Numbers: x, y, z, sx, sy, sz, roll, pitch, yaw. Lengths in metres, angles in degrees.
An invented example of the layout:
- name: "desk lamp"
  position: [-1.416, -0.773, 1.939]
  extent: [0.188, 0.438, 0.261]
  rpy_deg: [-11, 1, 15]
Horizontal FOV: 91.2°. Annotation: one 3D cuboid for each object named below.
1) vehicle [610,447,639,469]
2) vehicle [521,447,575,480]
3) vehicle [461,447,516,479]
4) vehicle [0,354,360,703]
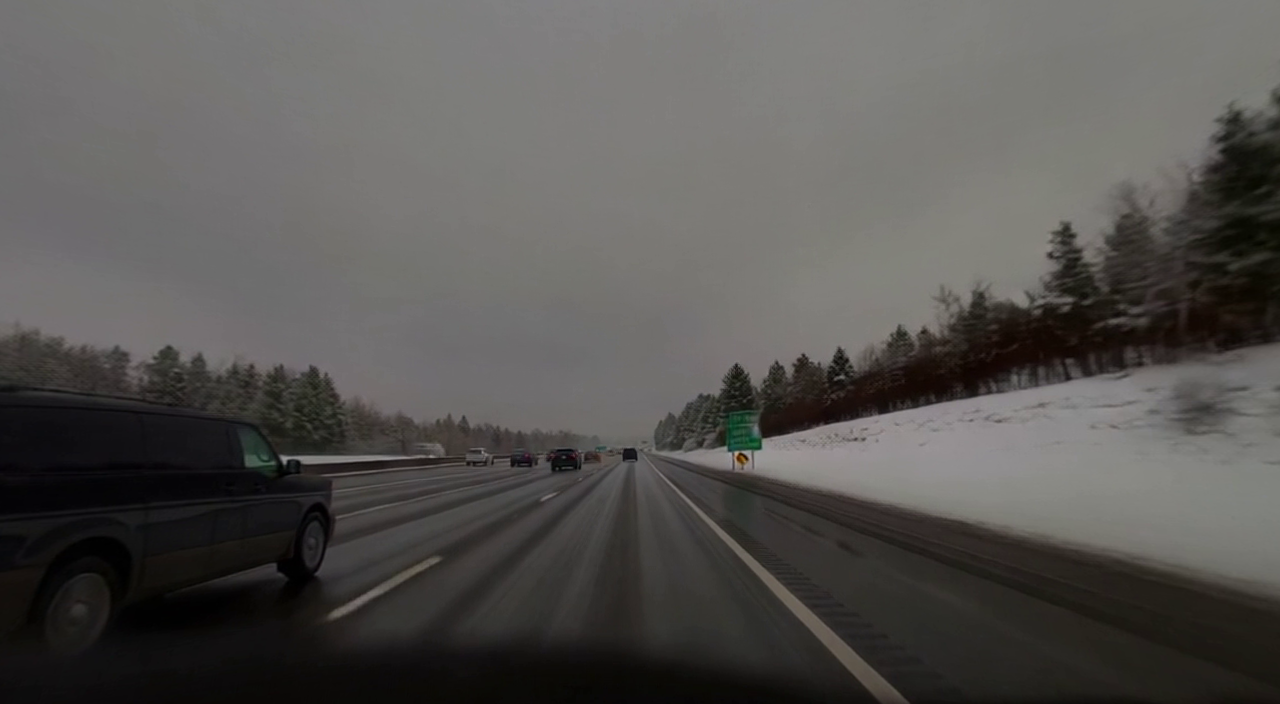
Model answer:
- name: "vehicle"
  position: [-1.076, 7.656, 45.382]
  extent: [2.023, 1.479, 3.718]
  rpy_deg: [0, -9, -1]
- name: "vehicle"
  position: [-4.338, 5.303, 30.023]
  extent: [1.988, 1.477, 4.118]
  rpy_deg: [0, -9, -1]
- name: "vehicle"
  position: [-7.859, 5.760, 32.791]
  extent: [1.936, 1.516, 3.904]
  rpy_deg: [0, -9, 0]
- name: "vehicle"
  position: [-4.038, 1.138, 4.341]
  extent: [2.074, 1.779, 4.588]
  rpy_deg: [0, -9, -1]
